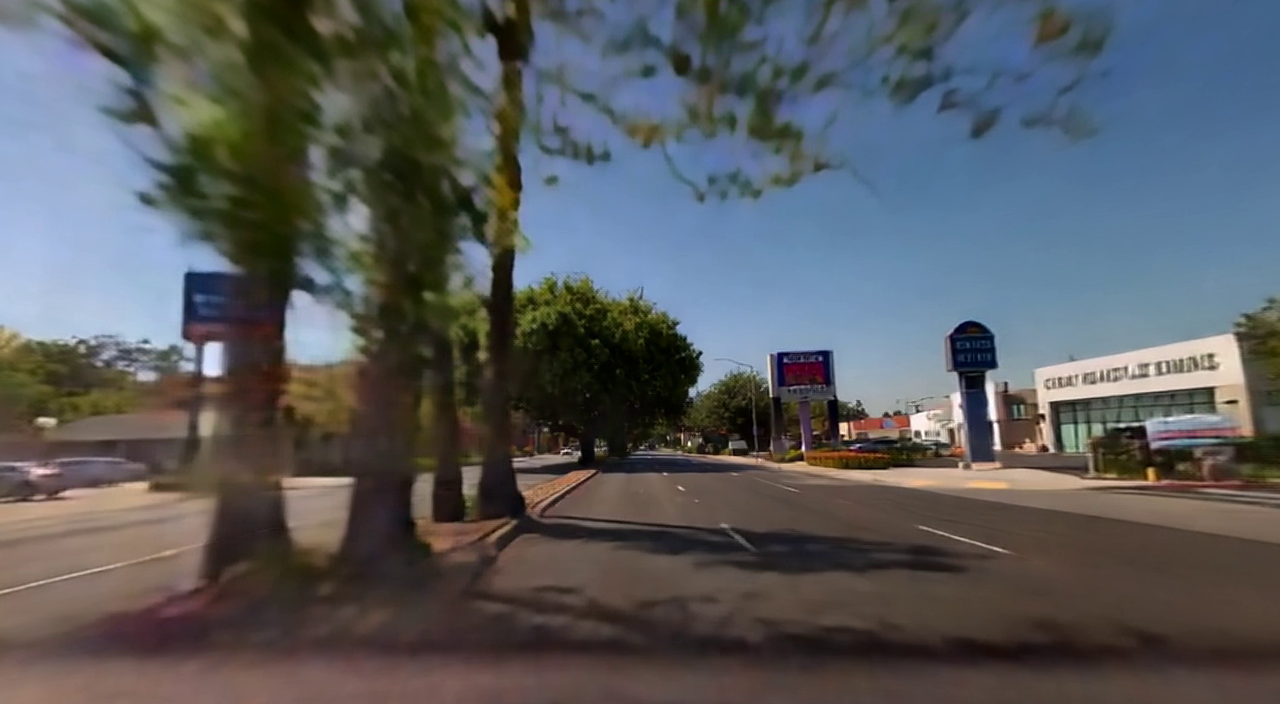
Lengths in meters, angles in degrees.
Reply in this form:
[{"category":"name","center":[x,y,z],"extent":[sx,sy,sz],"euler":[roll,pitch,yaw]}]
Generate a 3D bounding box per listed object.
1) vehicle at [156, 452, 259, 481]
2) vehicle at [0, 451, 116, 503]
[{"category":"vehicle","center":[-27.732,7.341,40.698],"extent":[4.922,1.751,2.195],"euler":[3,-9,-16]},{"category":"vehicle","center":[-22.191,4.475,22.834],"extent":[4.534,1.710,2.073],"euler":[0,-8,-2]}]
